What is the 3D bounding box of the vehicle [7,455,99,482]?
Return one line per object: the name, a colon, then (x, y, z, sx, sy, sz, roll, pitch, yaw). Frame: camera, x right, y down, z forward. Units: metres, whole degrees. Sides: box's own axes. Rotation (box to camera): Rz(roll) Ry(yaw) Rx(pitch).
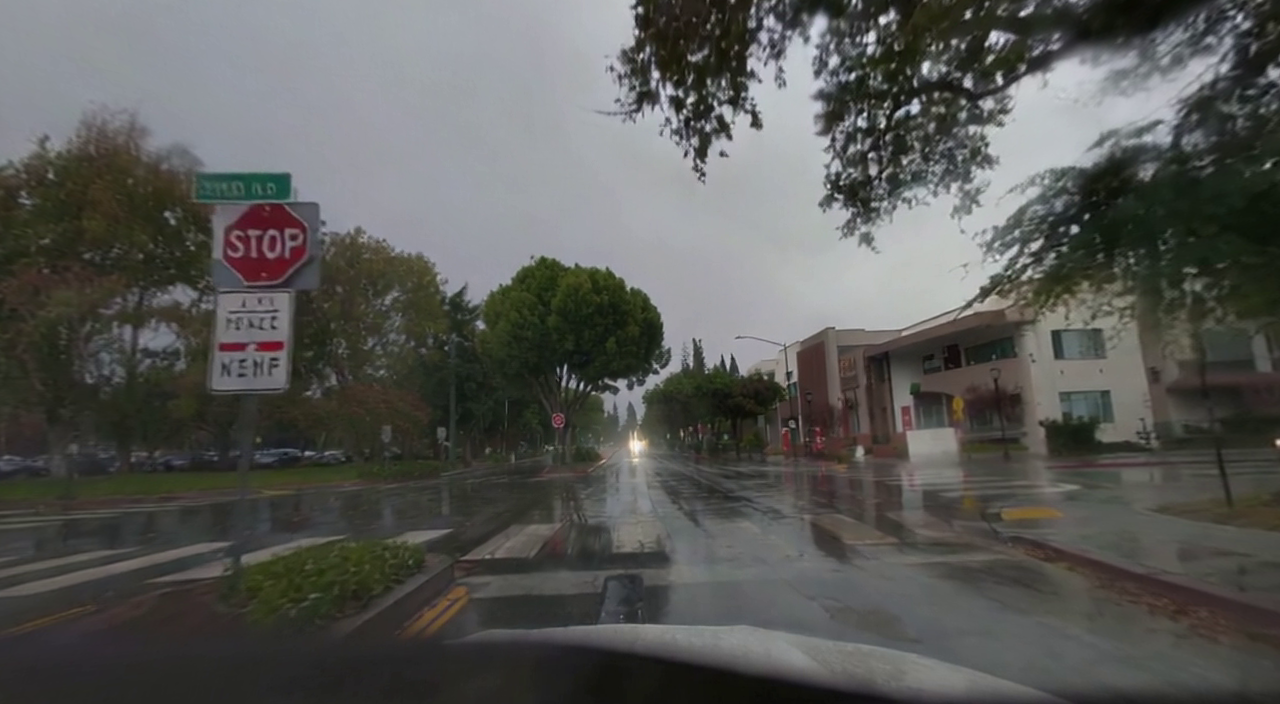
vehicle: (-37.015, 7.311, 39.983, 1.871, 1.523, 4.028, 0, -8, 0)
